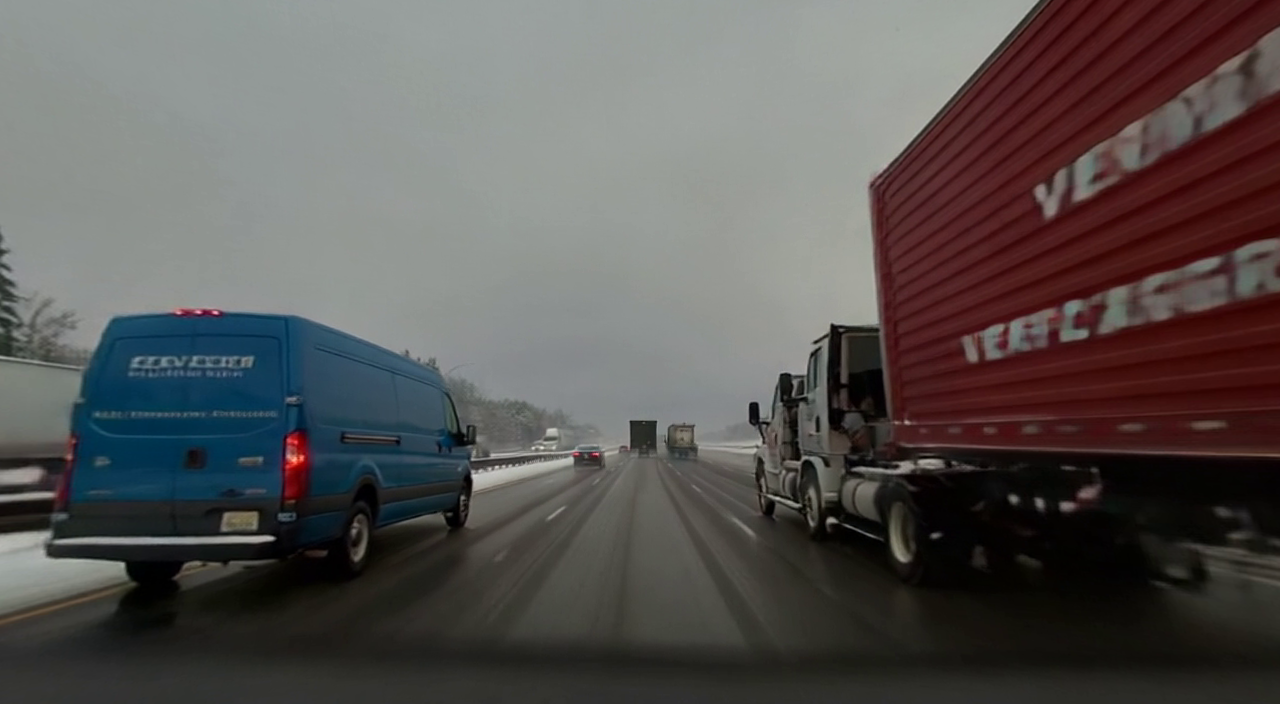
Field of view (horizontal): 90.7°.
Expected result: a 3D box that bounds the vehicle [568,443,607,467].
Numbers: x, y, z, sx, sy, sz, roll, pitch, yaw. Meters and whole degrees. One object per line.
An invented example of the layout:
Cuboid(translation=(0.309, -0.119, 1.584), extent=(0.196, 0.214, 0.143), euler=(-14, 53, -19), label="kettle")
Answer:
Cuboid(translation=(-3.324, 6.589, 40.606), extent=(2.024, 1.472, 4.014), euler=(-1, -9, 2), label="vehicle")

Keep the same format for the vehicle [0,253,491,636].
Cuboid(translation=(-3.981, 1.132, 8.091), extent=(2.557, 2.855, 6.674), euler=(0, -9, 0), label="vehicle")

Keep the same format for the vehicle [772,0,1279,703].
Cuboid(translation=(3.984, 0.050, 4.789), extent=(2.951, 3.974, 13.340), euler=(0, -9, -1), label="vehicle")
